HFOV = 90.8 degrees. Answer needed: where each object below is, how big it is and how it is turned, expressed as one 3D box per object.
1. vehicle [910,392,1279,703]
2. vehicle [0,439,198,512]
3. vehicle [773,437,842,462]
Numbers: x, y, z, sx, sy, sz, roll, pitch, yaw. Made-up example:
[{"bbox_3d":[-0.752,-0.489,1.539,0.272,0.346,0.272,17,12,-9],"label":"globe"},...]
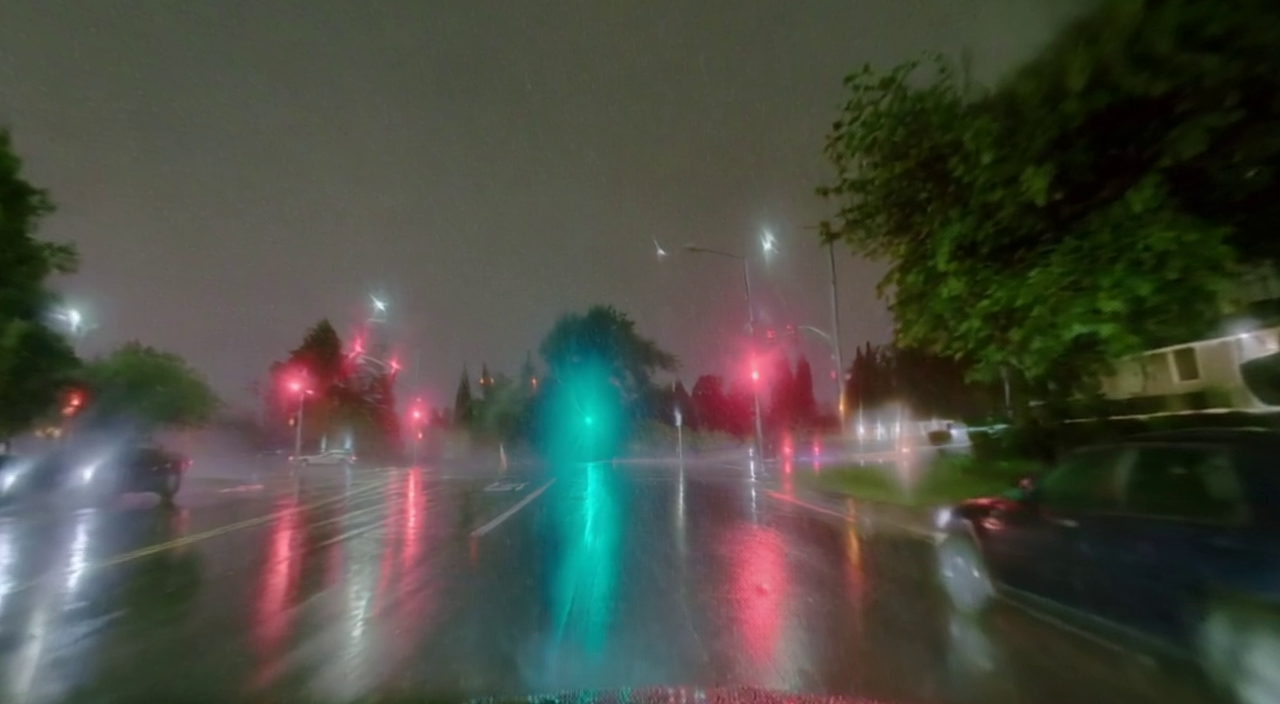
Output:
[{"bbox_3d":[3.655,1.065,3.701,2.065,1.478,4.828,0,-8,1],"label":"vehicle"},{"bbox_3d":[-14.152,3.125,16.639,2.003,1.637,4.297,0,-8,-2],"label":"vehicle"},{"bbox_3d":[10.465,6.118,39.668,3.815,1.504,1.790,0,-8,0],"label":"vehicle"}]
